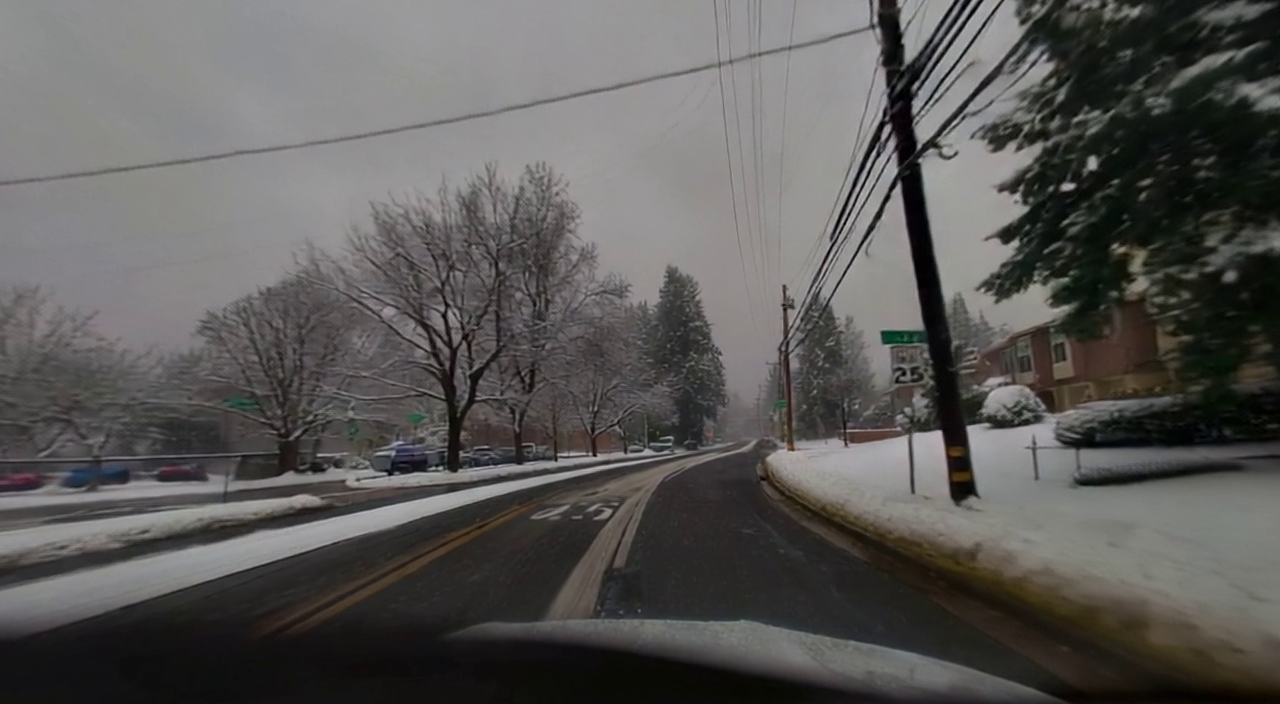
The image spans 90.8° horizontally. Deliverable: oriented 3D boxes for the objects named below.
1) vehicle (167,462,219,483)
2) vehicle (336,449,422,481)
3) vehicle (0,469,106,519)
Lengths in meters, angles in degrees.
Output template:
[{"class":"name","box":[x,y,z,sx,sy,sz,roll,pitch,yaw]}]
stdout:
[{"class":"vehicle","box":[-35.295,9.454,49.804,4.305,1.465,1.903,-6,-10,35]},{"class":"vehicle","box":[-15.633,6.749,37.938,4.675,1.442,1.906,-1,-7,-23]},{"class":"vehicle","box":[-21.804,4.839,21.558,4.943,1.493,2.036,2,-9,-15]}]
